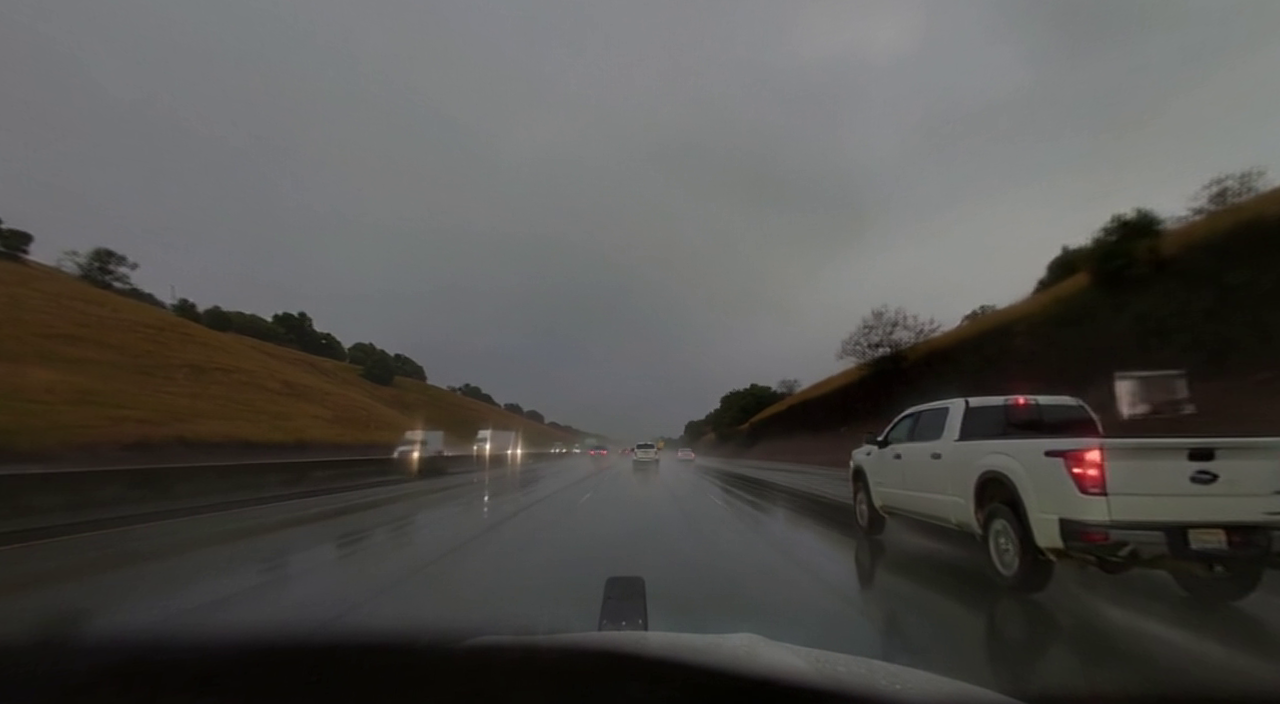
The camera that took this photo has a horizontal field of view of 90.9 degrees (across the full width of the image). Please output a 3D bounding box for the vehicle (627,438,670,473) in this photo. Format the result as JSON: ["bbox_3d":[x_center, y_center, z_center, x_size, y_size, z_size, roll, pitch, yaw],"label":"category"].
[{"bbox_3d":[0.408,5.421,33.305,2.086,1.685,4.206,0,-8,0],"label":"vehicle"}]

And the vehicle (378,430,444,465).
[{"bbox_3d":[-15.896,6.685,44.188,2.233,2.227,6.034,0,-8,2],"label":"vehicle"}]

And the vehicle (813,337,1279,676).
[{"bbox_3d":[4.047,1.311,6.682,2.700,1.980,5.866,0,-8,-1],"label":"vehicle"}]
